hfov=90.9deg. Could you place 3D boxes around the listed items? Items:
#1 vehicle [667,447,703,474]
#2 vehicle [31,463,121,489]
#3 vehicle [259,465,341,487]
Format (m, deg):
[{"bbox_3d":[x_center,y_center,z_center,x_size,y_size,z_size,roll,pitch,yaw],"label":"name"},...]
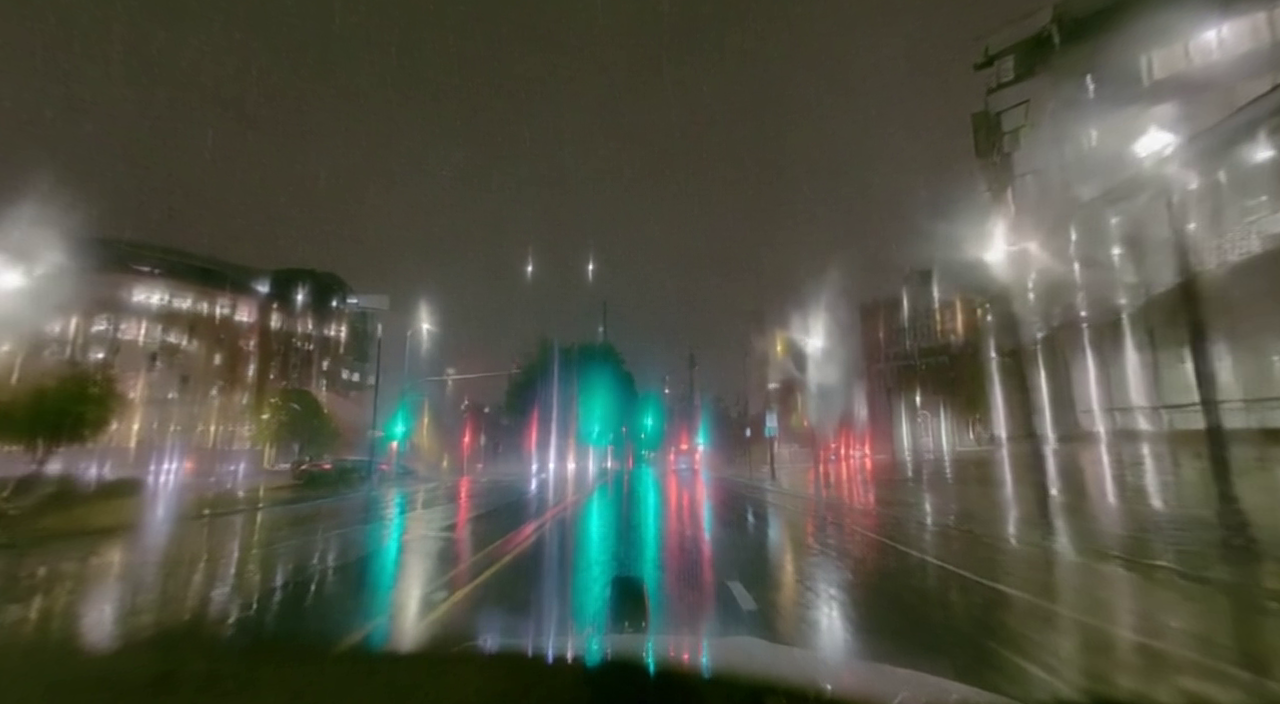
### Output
[{"bbox_3d":[2.990,7.379,42.985,2.129,1.719,4.205,0,-9,0],"label":"vehicle"},{"bbox_3d":[-41.819,9.185,46.808,4.687,1.625,2.096,-2,-8,0],"label":"vehicle"},{"bbox_3d":[-24.975,9.118,46.419,4.815,1.469,2.056,0,-8,1],"label":"vehicle"}]
